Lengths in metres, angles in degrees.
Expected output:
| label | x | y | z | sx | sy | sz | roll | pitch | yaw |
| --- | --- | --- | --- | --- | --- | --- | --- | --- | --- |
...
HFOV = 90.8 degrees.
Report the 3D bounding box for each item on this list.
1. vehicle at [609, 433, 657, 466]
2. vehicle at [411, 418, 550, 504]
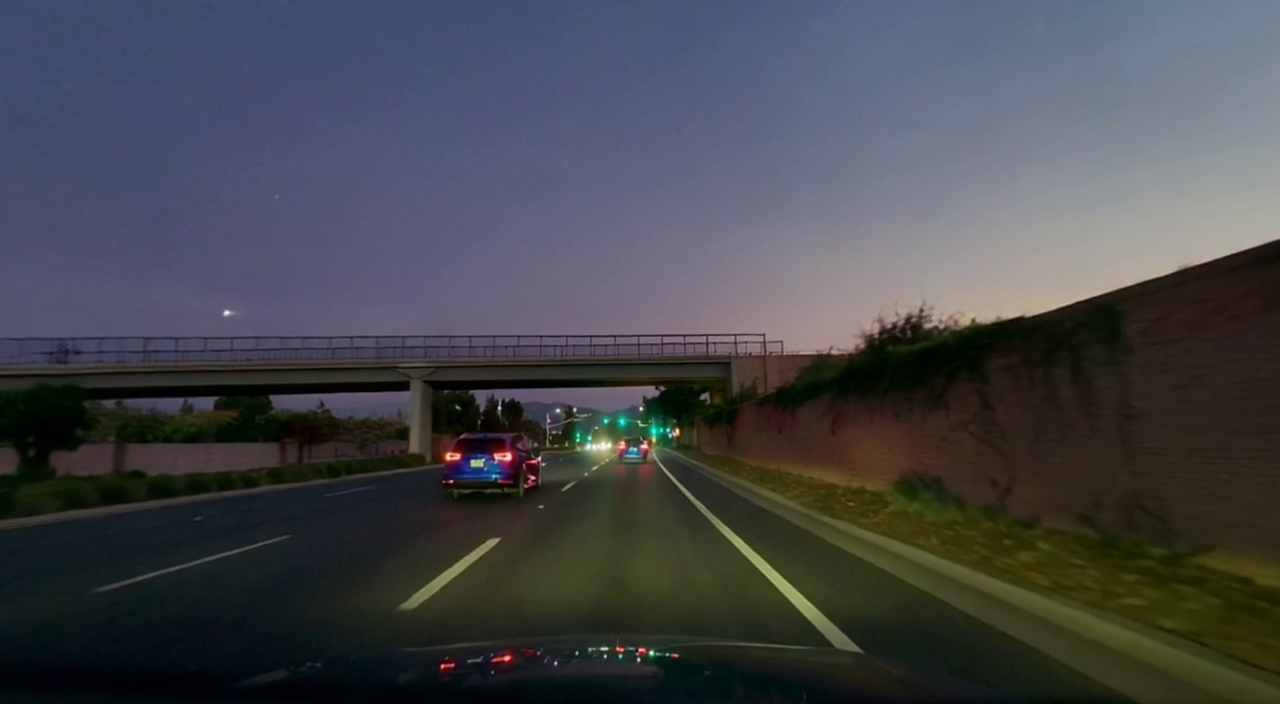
| label | x | y | z | sx | sy | sz | roll | pitch | yaw |
| --- | --- | --- | --- | --- | --- | --- | --- | --- | --- |
| vehicle | -0.342 | 4.886 | 31.754 | 2.205 | 1.509 | 4.272 | 0 | -8 | 0 |
| vehicle | -3.738 | 2.674 | 15.842 | 2.223 | 1.771 | 4.581 | -2 | -8 | 1 |
